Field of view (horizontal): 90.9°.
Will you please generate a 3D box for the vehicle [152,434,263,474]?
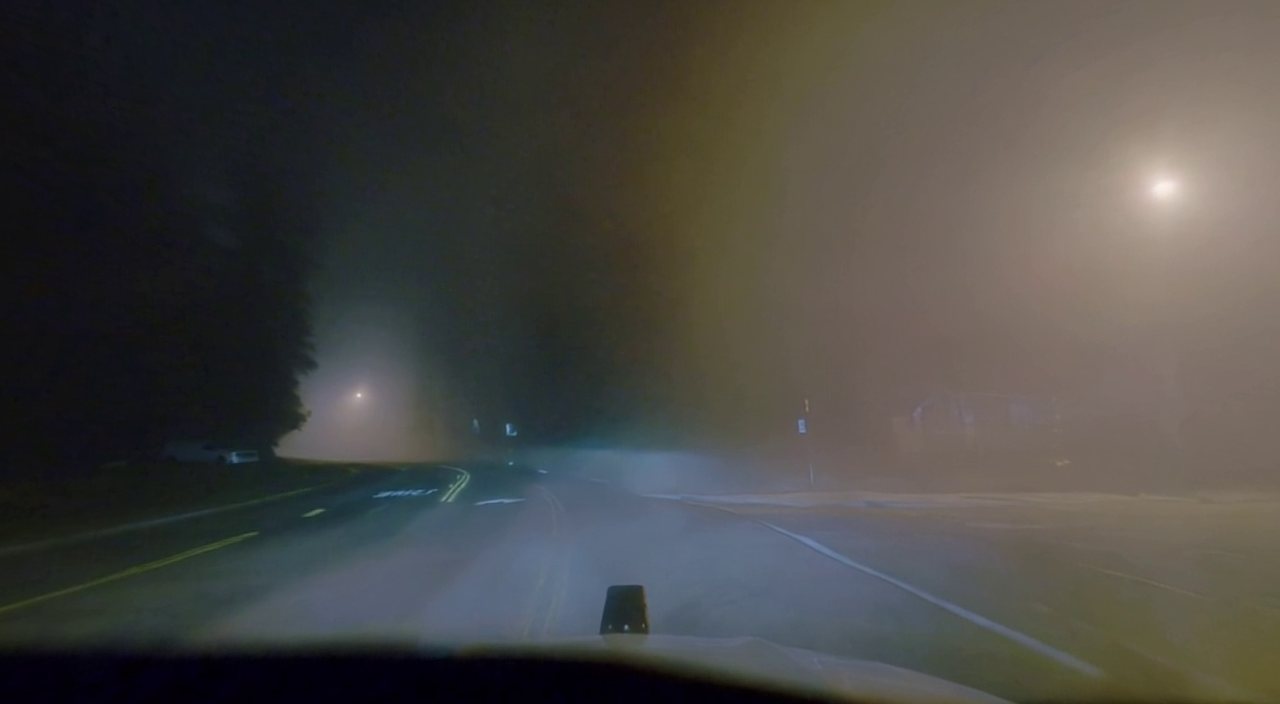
[{"bbox_3d":[-23.147,5.443,33.805,4.699,1.996,2.116,-2,-9,11],"label":"vehicle"}]
